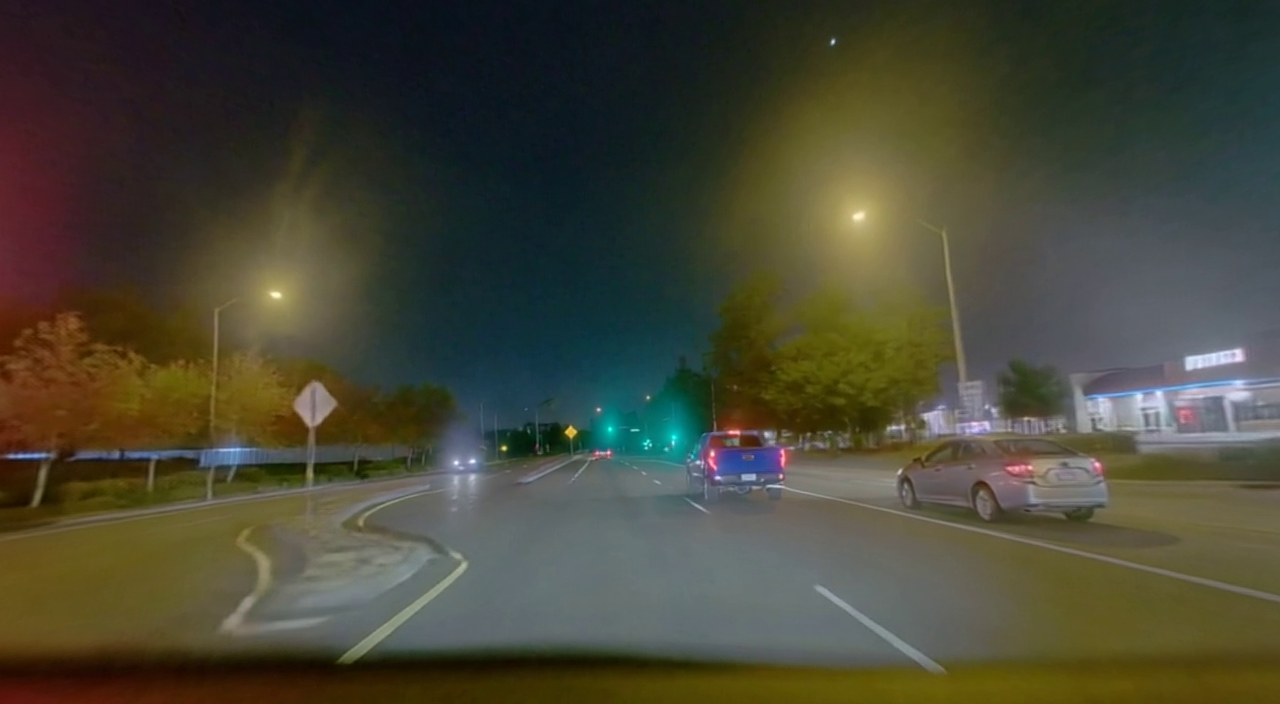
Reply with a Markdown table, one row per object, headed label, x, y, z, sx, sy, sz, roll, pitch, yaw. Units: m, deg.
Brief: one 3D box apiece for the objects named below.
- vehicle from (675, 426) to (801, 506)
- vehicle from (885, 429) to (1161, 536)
| label | x | y | z | sx | sy | sz | roll | pitch | yaw |
| --- | --- | --- | --- | --- | --- | --- | --- | --- | --- |
| vehicle | 2.320 | 2.927 | 16.618 | 2.214 | 1.749 | 4.998 | 0 | -9 | -4 |
| vehicle | 6.269 | 2.170 | 11.109 | 1.986 | 1.480 | 4.296 | 0 | -9 | -3 |
